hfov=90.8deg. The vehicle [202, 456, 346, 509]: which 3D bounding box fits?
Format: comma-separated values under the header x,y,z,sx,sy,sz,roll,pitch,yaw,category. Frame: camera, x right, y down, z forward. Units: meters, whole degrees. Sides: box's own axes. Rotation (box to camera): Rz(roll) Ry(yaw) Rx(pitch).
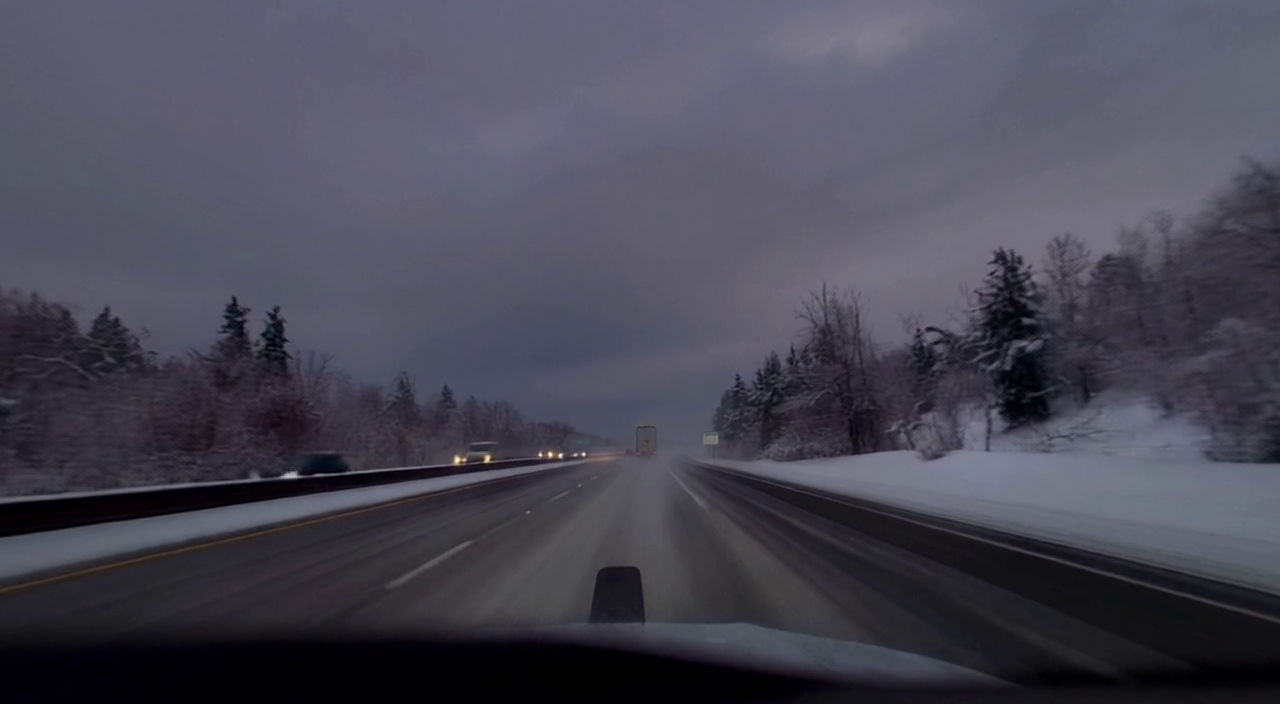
x,y,z,sx,sy,sz,roll,pitch,yaw,category
-12.524,4.463,22.088,2.030,1.583,4.991,0,-9,0,vehicle
